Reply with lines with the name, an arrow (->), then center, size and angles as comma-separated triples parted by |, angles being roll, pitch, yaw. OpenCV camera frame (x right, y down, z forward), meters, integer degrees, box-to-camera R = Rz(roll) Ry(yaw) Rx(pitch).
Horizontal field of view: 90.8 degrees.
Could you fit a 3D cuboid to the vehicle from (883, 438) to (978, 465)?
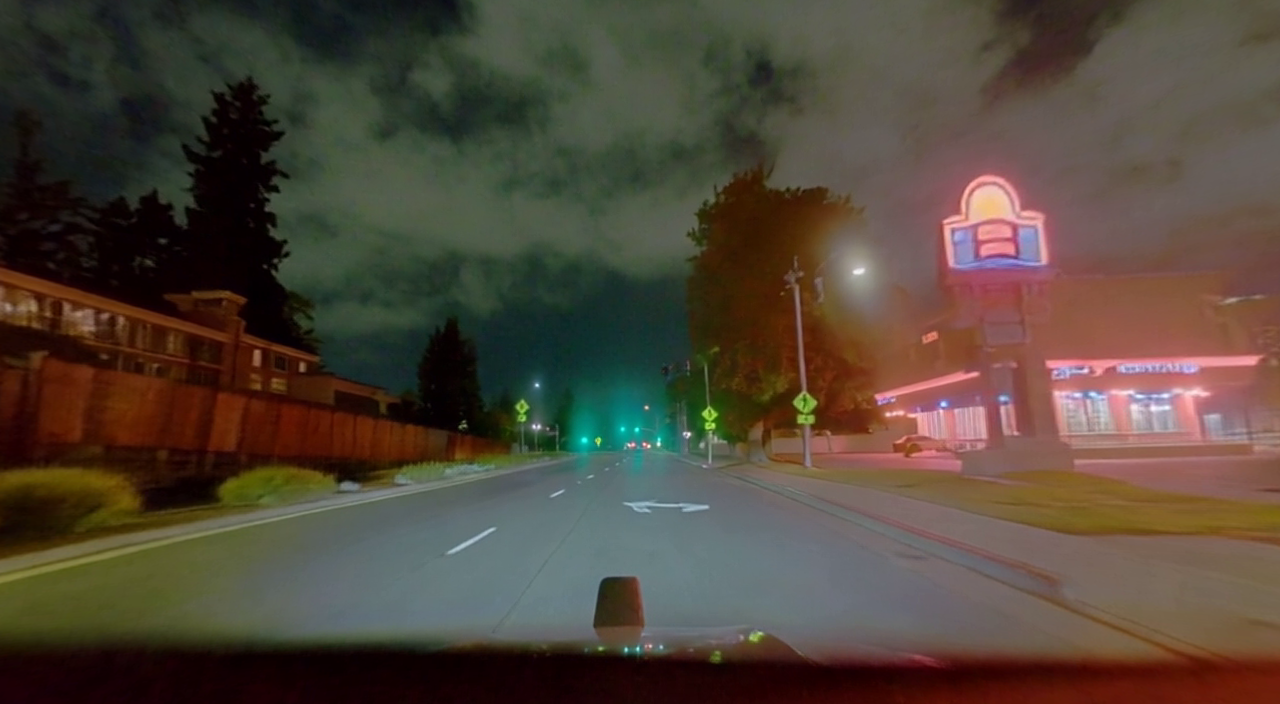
vehicle -> 16.998, 5.859, 37.199 | 4.563, 1.457, 2.139 | -1, -7, 6
